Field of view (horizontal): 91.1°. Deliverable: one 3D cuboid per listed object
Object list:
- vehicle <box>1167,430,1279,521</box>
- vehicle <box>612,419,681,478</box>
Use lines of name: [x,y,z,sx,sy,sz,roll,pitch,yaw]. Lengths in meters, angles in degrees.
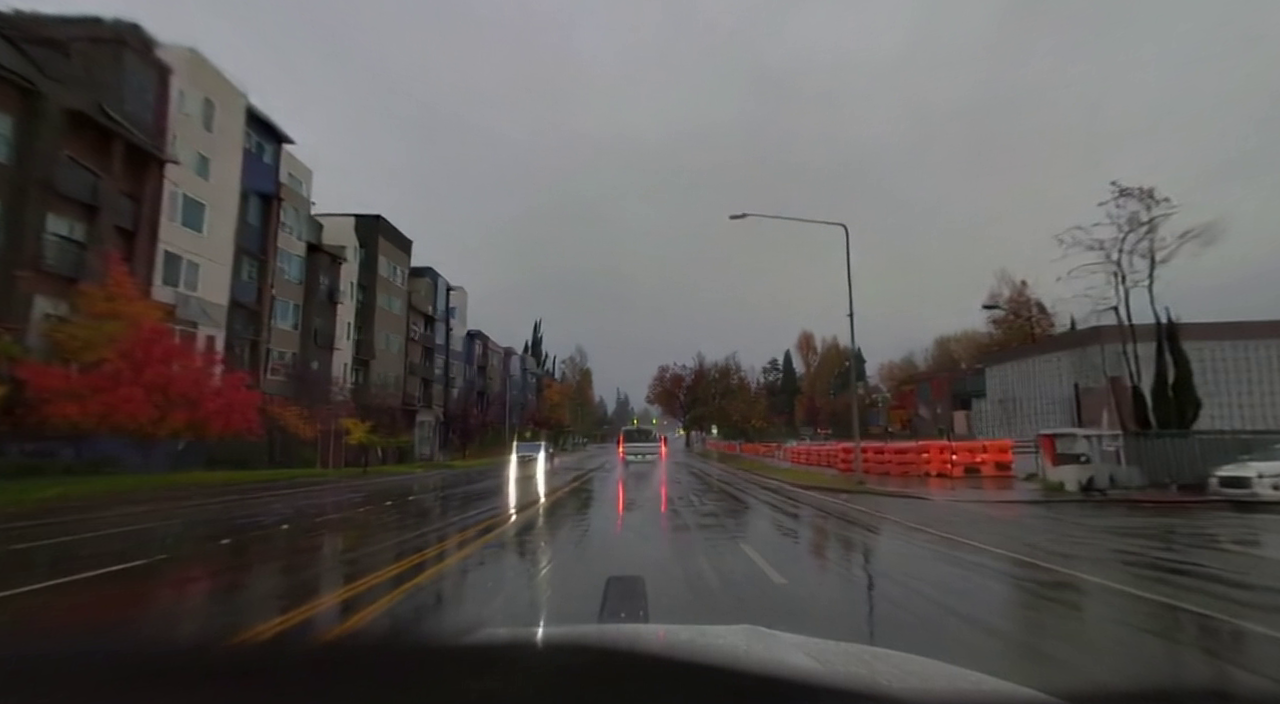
vehicle: [14.706,2.618,13.588,4.655,1.798,2.050,0,-8,0]
vehicle: [0.337,4.354,28.471,2.762,2.309,6.723,0,-8,1]
